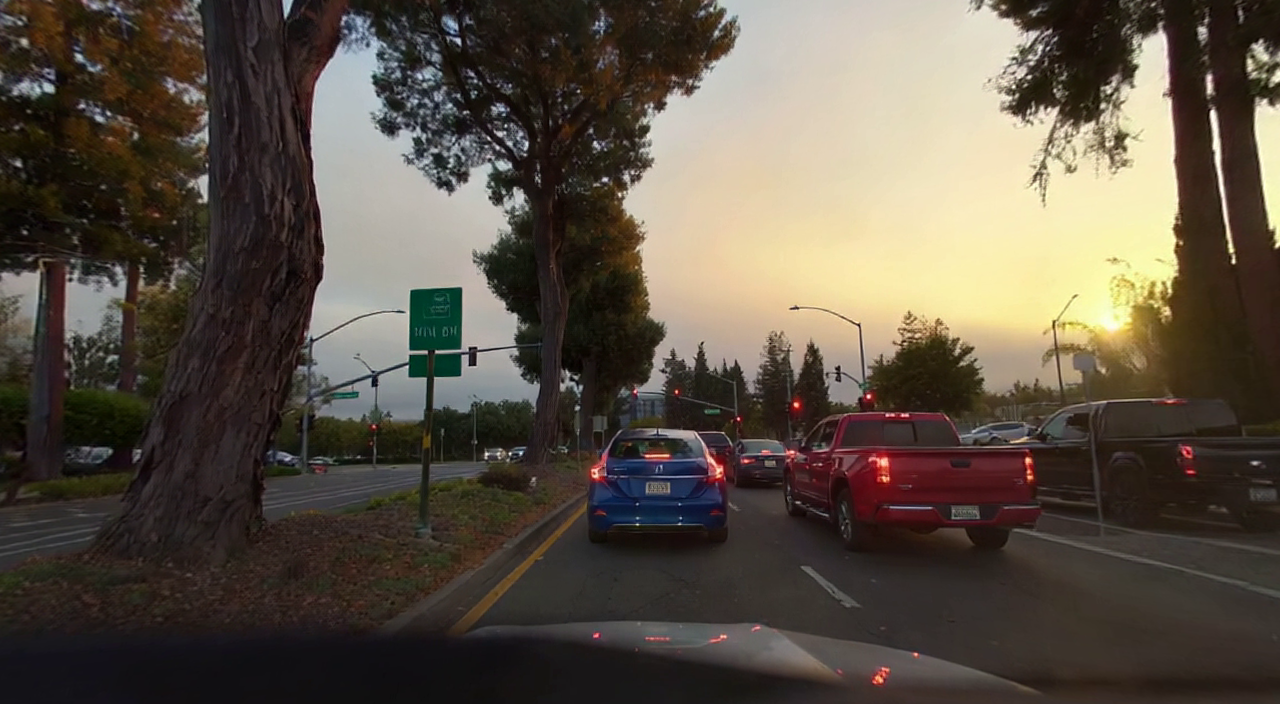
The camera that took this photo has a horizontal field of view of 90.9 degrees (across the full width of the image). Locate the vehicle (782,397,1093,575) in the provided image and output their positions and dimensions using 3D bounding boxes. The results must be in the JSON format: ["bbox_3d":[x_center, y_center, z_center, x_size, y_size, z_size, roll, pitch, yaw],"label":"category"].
[{"bbox_3d":[3.391,1.630,8.374,2.099,1.725,4.290,0,-8,2],"label":"vehicle"}]

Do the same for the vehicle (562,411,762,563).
[{"bbox_3d":[0.250,1.776,8.977,2.168,1.641,4.039,0,-8,0],"label":"vehicle"}]
